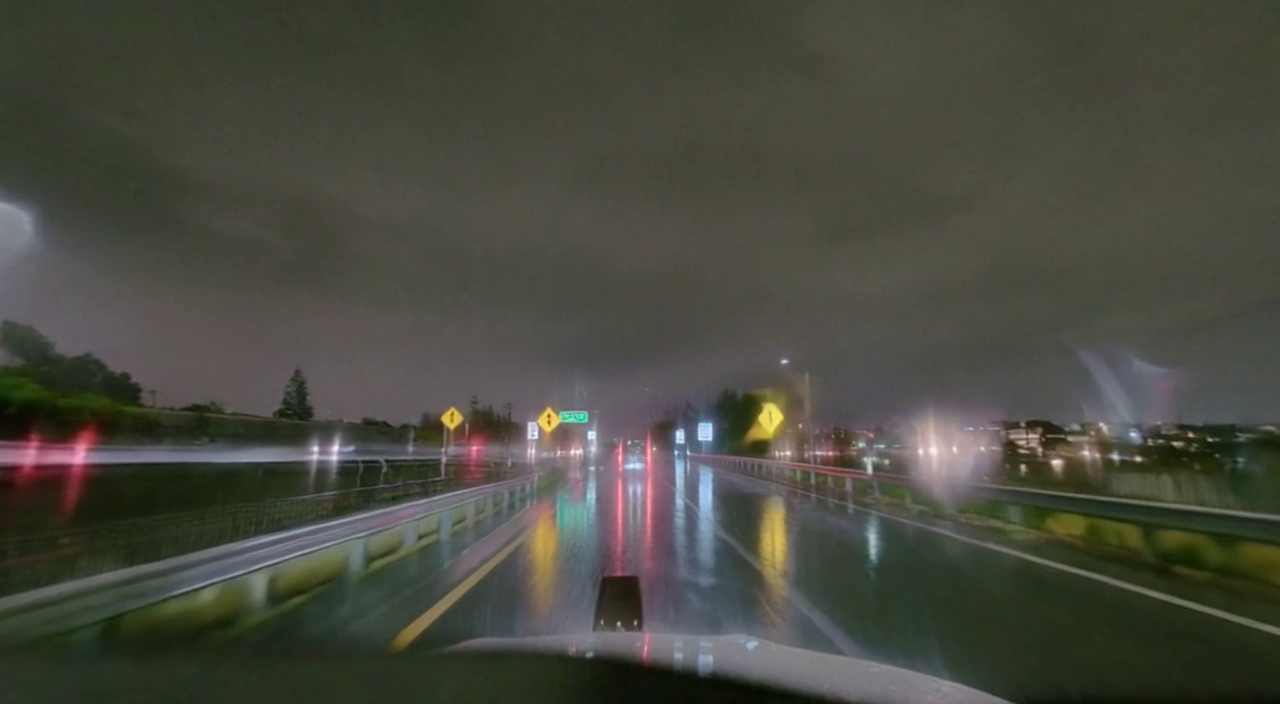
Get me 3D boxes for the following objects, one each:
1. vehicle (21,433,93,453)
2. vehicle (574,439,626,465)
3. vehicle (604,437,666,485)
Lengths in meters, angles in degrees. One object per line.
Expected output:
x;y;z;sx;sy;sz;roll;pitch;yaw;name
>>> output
-46.383;7.253;49.922;3.783;1.466;1.750;0;-9;-4;vehicle
-2.546;6.190;38.791;2.018;1.505;4.278;3;-9;-21;vehicle
-0.198;3.792;22.062;2.006;1.486;3.950;0;-9;-1;vehicle
